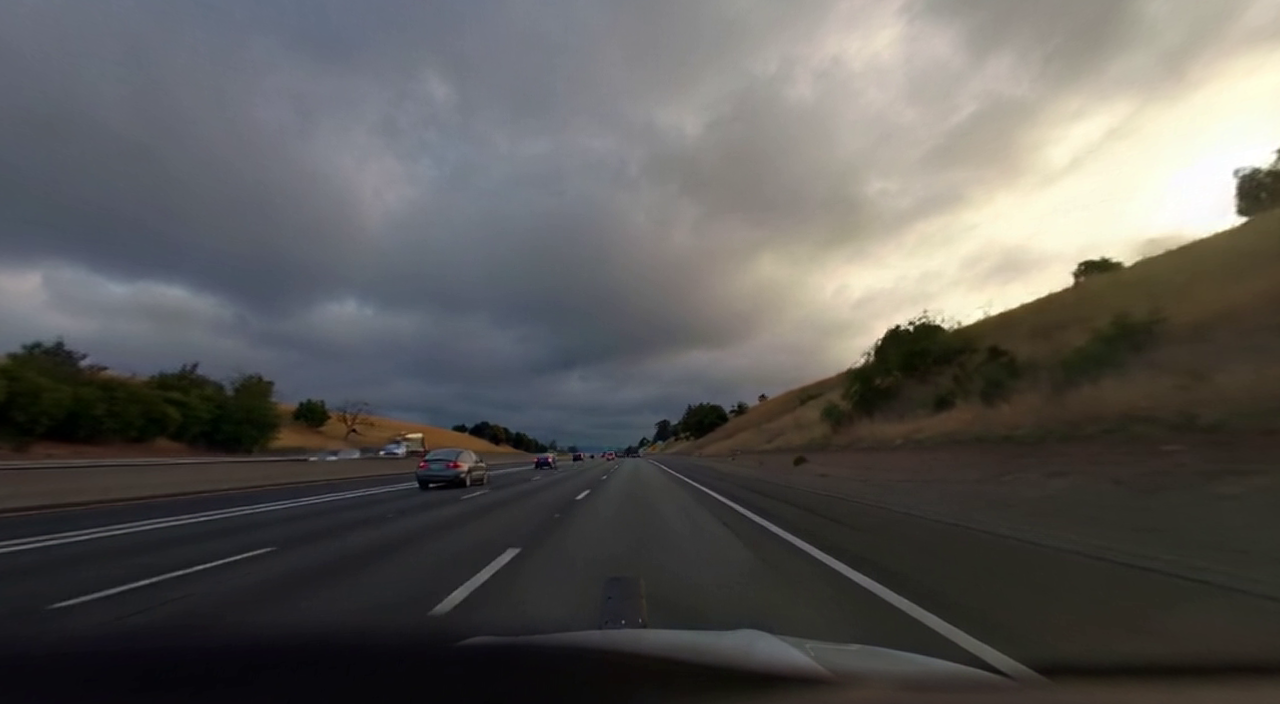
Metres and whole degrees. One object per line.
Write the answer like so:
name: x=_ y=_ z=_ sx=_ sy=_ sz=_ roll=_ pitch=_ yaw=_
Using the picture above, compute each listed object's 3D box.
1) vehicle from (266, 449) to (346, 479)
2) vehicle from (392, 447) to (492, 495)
vehicle: x=-18.191 y=6.094 z=34.596 sx=1.885 sy=1.505 sz=4.690 roll=0 pitch=-9 yaw=0
vehicle: x=-6.820 y=4.115 z=22.259 sx=2.015 sy=1.483 sz=4.626 roll=0 pitch=-9 yaw=0
